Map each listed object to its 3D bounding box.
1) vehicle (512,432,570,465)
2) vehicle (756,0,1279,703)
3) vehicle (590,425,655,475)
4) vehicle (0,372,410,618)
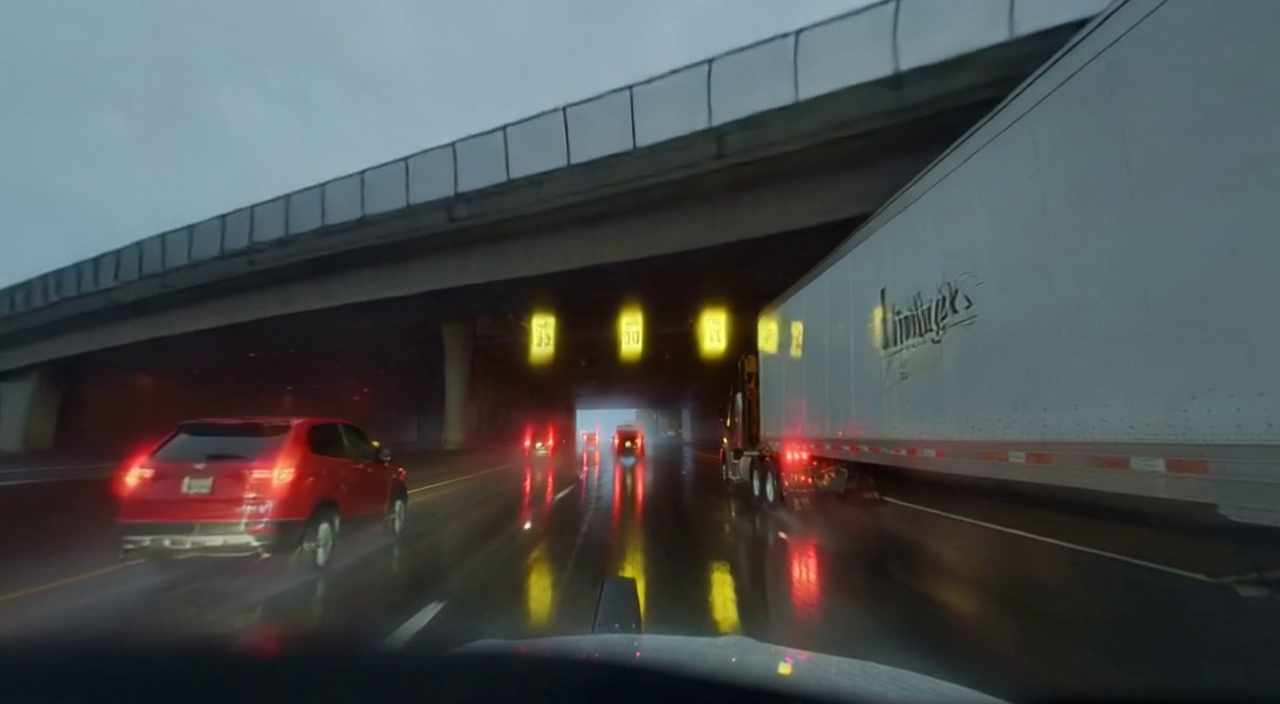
[{"bbox_3d":[-4.516,4.464,29.395,2.019,1.435,4.317,0,-8,-1],"label":"vehicle"},{"bbox_3d":[3.960,0.005,5.717,2.842,4.108,14.081,0,-8,-1],"label":"vehicle"},{"bbox_3d":[-0.610,3.425,22.231,2.094,1.600,3.666,0,-8,-1],"label":"vehicle"},{"bbox_3d":[-3.595,1.182,5.892,1.826,1.695,2.870,0,-8,-1],"label":"vehicle"}]
